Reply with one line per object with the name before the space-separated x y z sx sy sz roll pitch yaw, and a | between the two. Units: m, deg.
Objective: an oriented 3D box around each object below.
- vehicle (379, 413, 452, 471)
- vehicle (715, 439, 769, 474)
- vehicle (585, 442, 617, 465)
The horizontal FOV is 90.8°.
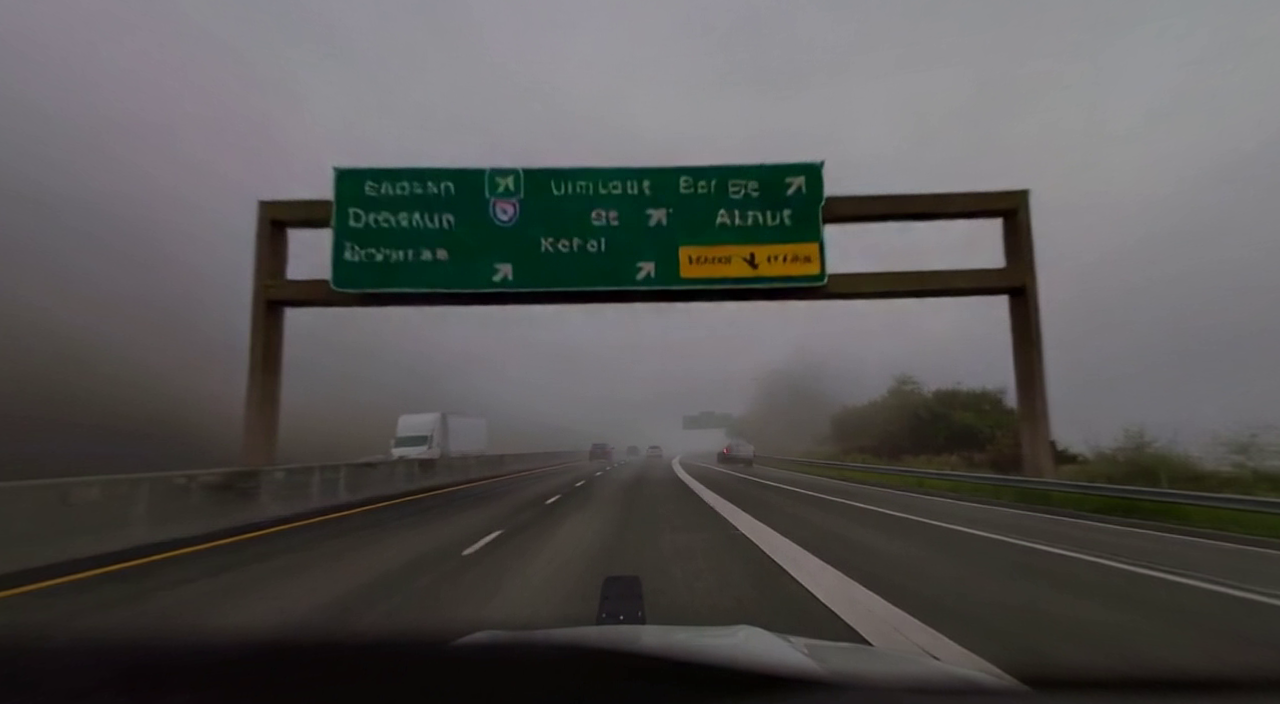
vehicle | -16.436 6.701 46.716 2.991 3.968 5.905 0 -9 2
vehicle | 5.128 5.300 32.257 2.021 1.639 4.203 0 -9 -1
vehicle | -2.874 7.630 47.702 2.037 1.638 4.274 0 -8 1
